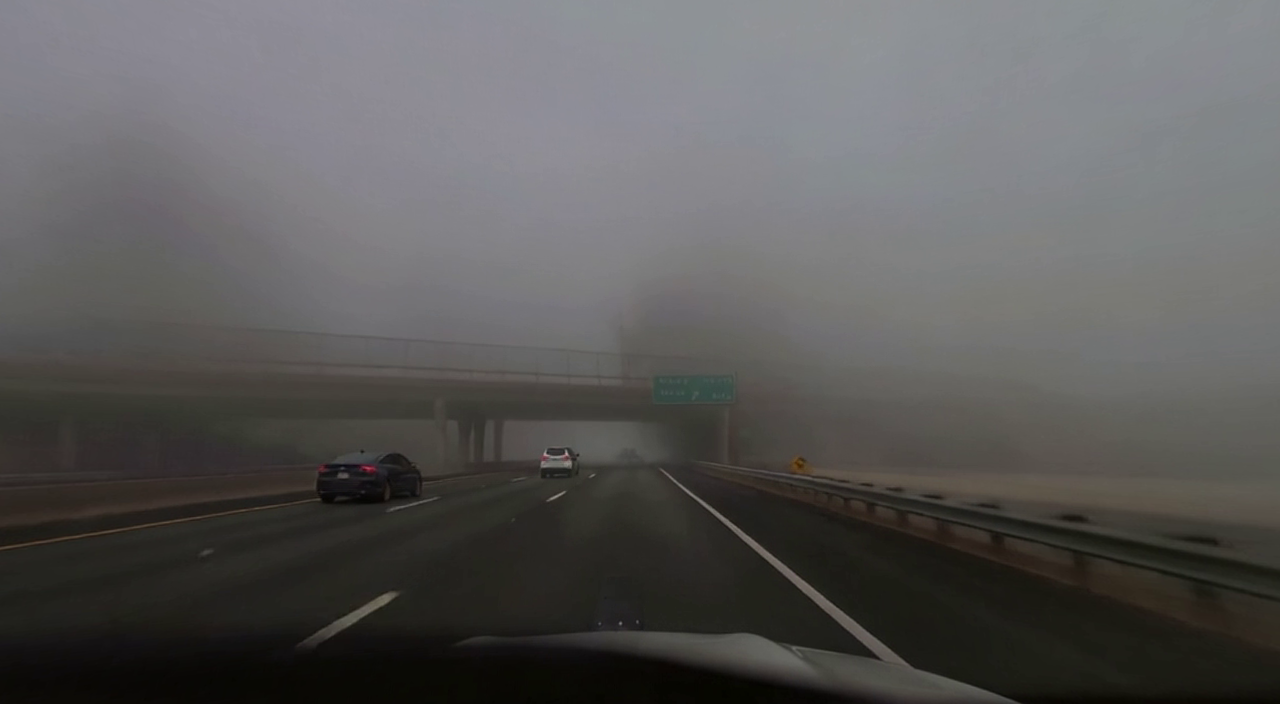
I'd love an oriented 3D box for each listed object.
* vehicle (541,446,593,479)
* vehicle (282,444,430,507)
[{"bbox_3d":[-3.801,5.856,33.639,2.102,1.571,4.666,0,-9,1],"label":"vehicle"},{"bbox_3d":[-7.746,3.393,17.805,2.002,1.507,4.631,0,-9,0],"label":"vehicle"}]
